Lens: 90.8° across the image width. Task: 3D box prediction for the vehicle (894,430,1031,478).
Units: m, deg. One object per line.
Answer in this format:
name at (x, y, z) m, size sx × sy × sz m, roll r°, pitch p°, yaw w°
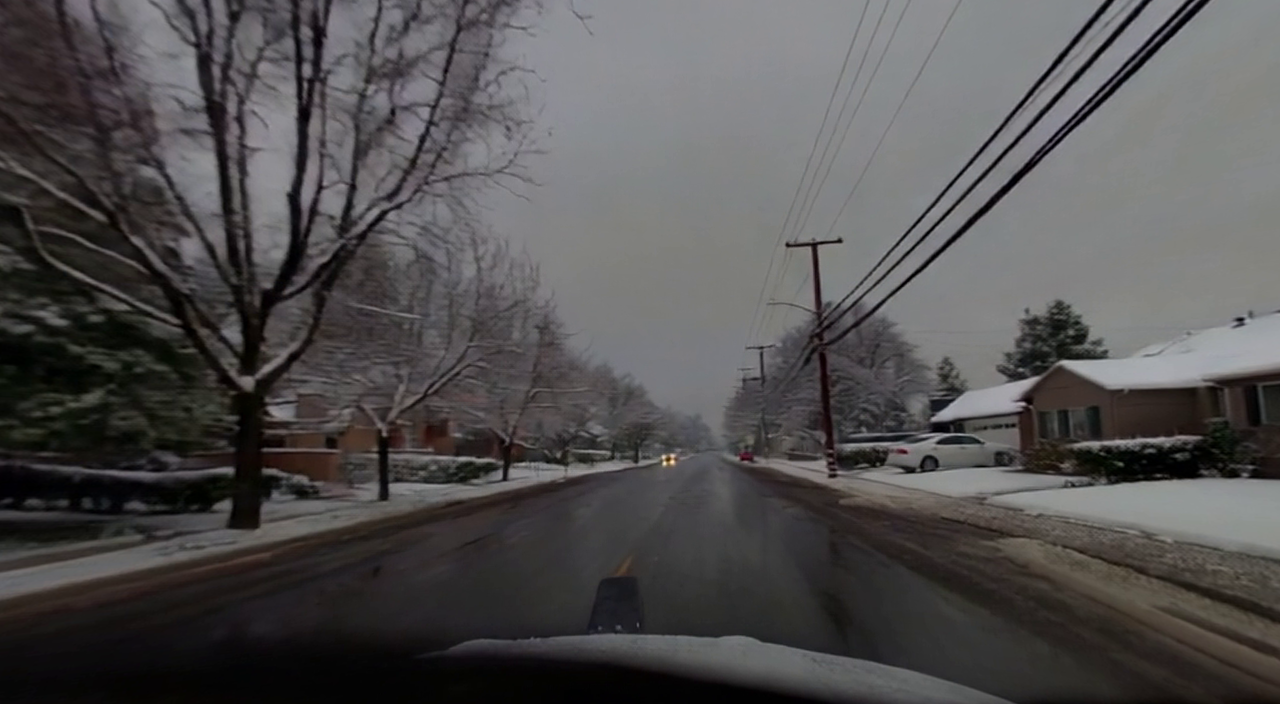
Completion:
vehicle at (13.548, 4.319, 26.811) m, size 4.555 × 1.803 × 2.151 m, roll -2°, pitch -9°, yaw 4°
